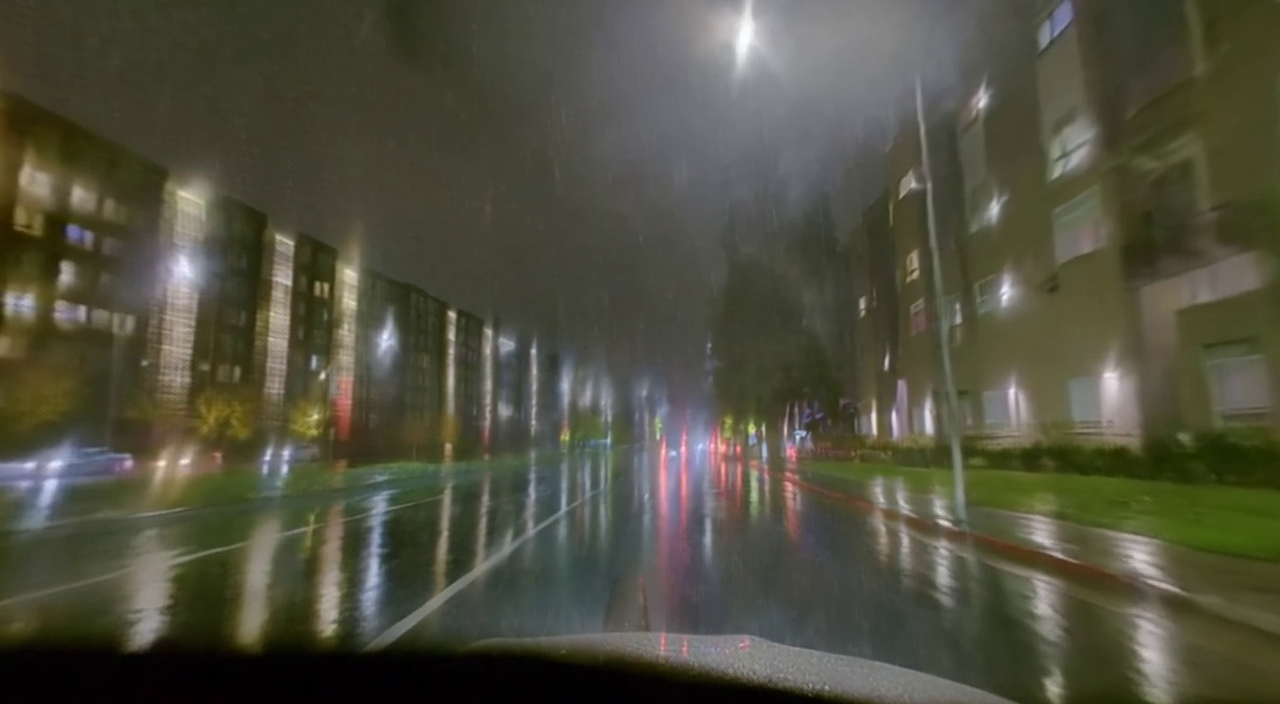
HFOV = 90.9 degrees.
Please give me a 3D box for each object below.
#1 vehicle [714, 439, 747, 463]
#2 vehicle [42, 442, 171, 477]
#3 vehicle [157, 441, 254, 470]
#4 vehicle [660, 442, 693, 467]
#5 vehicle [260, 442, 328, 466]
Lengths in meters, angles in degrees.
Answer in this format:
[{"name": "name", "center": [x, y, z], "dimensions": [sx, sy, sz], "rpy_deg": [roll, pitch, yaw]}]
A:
[{"name": "vehicle", "center": [6.688, 7.374, 47.126], "dimensions": [2.121, 1.659, 4.675], "rpy_deg": [-1, -8, 5]}, {"name": "vehicle", "center": [-24.557, 4.940, 29.284], "dimensions": [1.772, 1.447, 4.582], "rpy_deg": [-1, -8, 4]}, {"name": "vehicle", "center": [-24.061, 5.756, 35.158], "dimensions": [1.814, 1.484, 4.474], "rpy_deg": [-1, -8, 8]}, {"name": "vehicle", "center": [2.166, 6.121, 37.916], "dimensions": [1.871, 1.370, 4.206], "rpy_deg": [-1, -8, 3]}, {"name": "vehicle", "center": [-23.277, 6.843, 42.567], "dimensions": [1.841, 1.493, 4.335], "rpy_deg": [-2, -9, 5]}]
